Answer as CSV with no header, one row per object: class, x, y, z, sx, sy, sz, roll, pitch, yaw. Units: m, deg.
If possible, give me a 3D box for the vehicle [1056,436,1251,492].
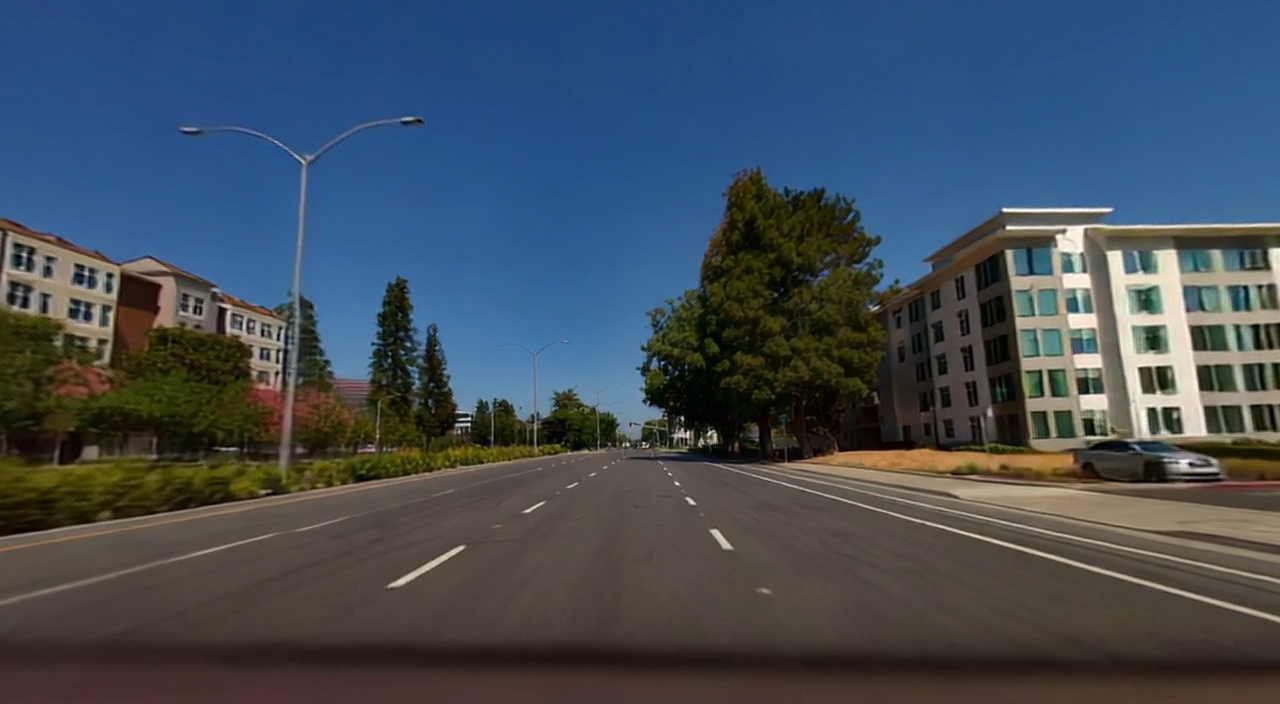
vehicle,15.477,3.374,19.405,1.931,1.475,4.671,0,-8,-3
